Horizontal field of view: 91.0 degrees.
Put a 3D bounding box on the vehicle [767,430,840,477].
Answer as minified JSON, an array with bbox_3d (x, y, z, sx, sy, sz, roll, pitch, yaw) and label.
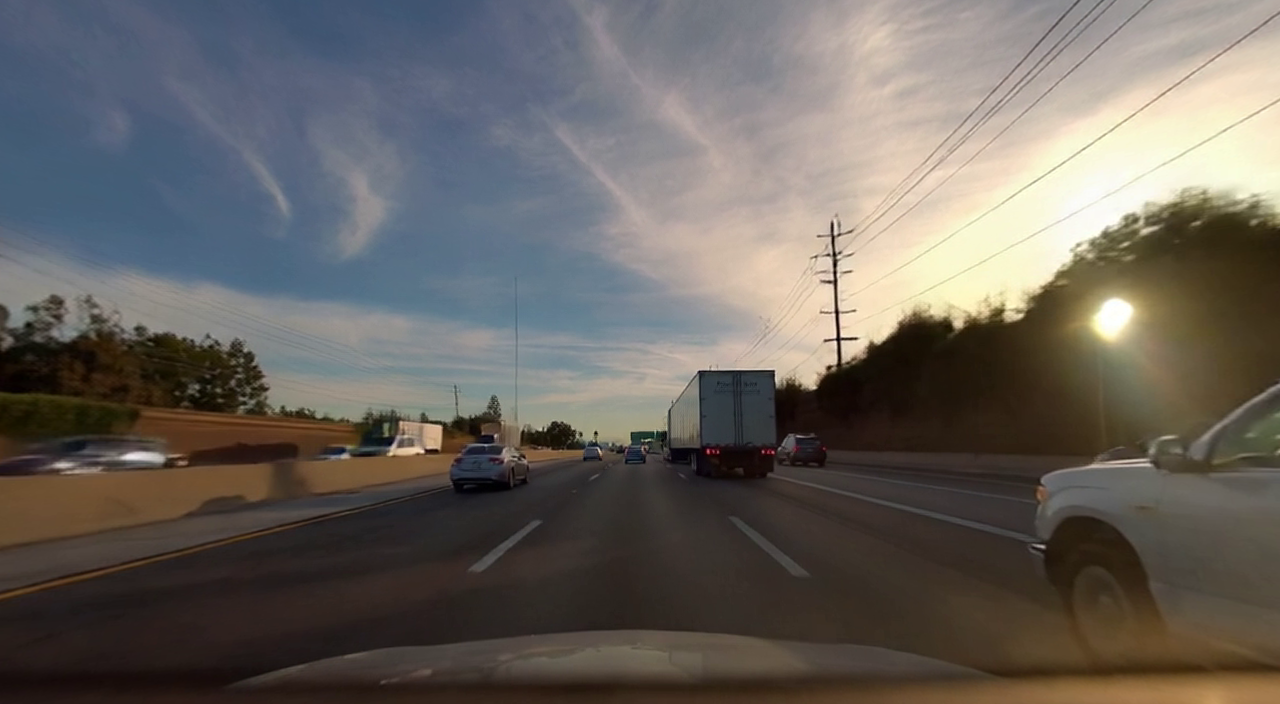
[{"bbox_3d":[7.396,4.633,29.052,2.079,1.938,4.630,0,-8,0],"label":"vehicle"}]

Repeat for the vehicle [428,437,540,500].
[{"bbox_3d":[-4.091,3.093,17.199,1.968,1.507,3.829,0,-8,1],"label":"vehicle"}]

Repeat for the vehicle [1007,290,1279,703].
[{"bbox_3d":[3.333,0.590,1.284,2.132,1.869,4.978,0,-8,0],"label":"vehicle"}]

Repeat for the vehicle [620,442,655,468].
[{"bbox_3d":[-0.107,6.377,39.224,2.047,1.485,3.938,0,-8,1],"label":"vehicle"}]

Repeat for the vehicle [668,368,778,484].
[{"bbox_3d":[3.300,3.761,30.524,2.907,4.109,16.177,0,-8,-1],"label":"vehicle"}]

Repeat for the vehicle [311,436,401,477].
[{"bbox_3d":[-10.959,4.025,24.583,1.796,1.470,3.706,0,-8,0],"label":"vehicle"}]
